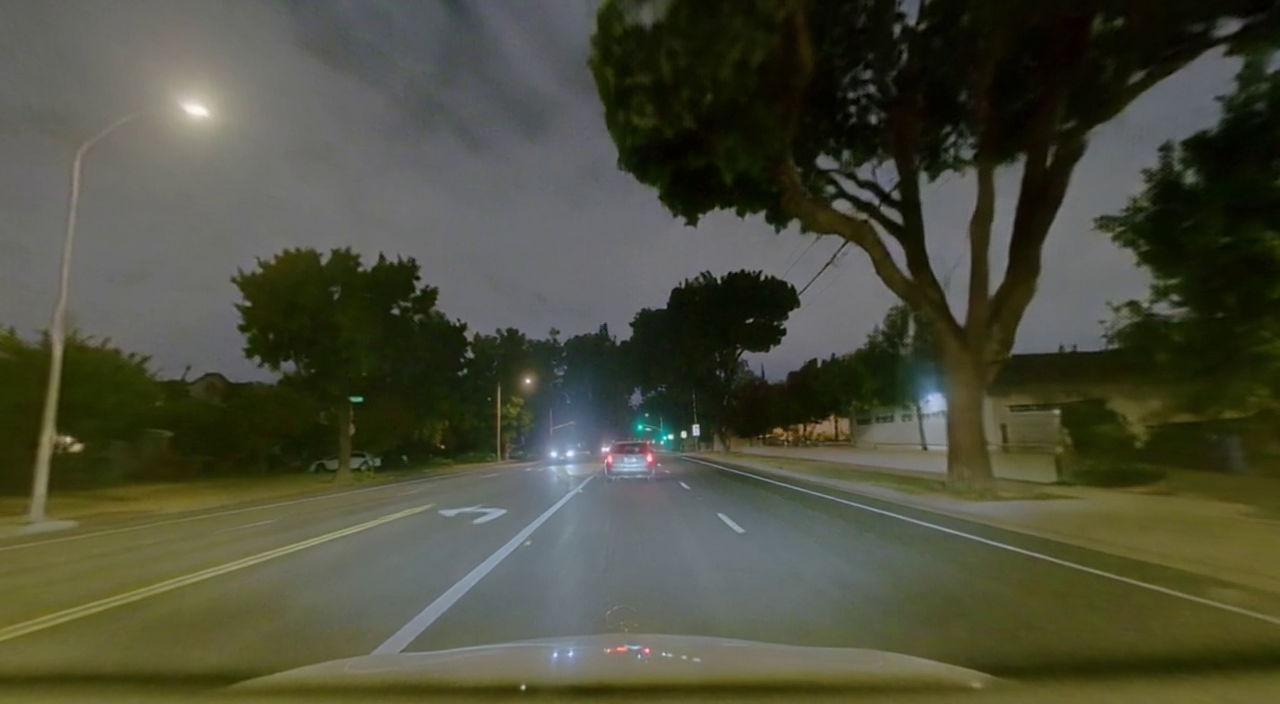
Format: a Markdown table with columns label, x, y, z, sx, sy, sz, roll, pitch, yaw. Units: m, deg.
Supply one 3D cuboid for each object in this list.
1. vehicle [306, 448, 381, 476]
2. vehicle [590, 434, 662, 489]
| label | x | y | z | sx | sy | sz | roll | pitch | yaw |
| --- | --- | --- | --- | --- | --- | --- | --- | --- | --- |
| vehicle | -21.646 | 8.028 | 46.247 | 4.470 | 1.917 | 1.932 | -1 | -9 | 3 |
| vehicle | -0.430 | 3.605 | 21.094 | 2.181 | 1.639 | 4.127 | 0 | -8 | 0 |
